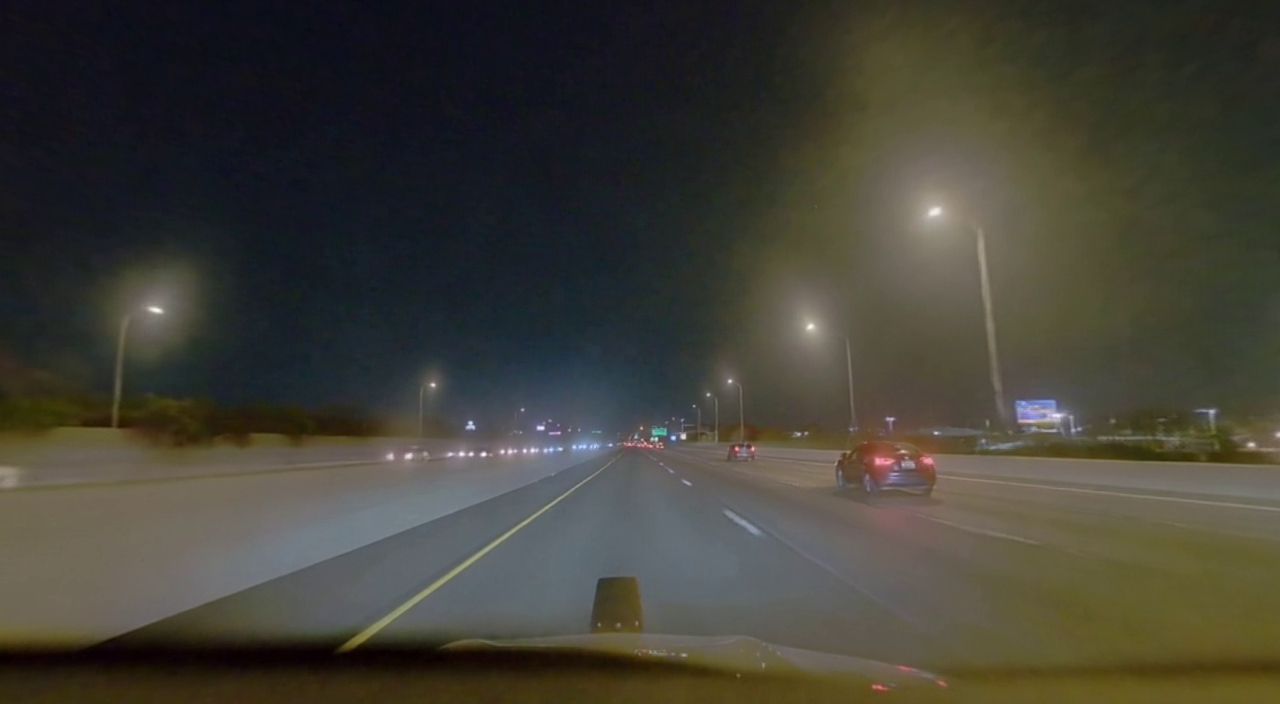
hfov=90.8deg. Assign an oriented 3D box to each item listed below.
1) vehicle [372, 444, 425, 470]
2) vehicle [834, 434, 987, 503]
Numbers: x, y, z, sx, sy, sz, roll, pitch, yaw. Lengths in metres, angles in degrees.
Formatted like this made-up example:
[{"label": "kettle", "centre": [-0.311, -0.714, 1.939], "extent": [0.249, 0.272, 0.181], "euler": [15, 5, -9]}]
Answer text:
[{"label": "vehicle", "centre": [-17.329, 7.541, 45.561], "extent": [1.965, 1.742, 4.623], "euler": [0, -8, 1]}, {"label": "vehicle", "centre": [6.876, 3.008, 16.746], "extent": [1.901, 1.548, 4.684], "euler": [0, -9, -1]}]
